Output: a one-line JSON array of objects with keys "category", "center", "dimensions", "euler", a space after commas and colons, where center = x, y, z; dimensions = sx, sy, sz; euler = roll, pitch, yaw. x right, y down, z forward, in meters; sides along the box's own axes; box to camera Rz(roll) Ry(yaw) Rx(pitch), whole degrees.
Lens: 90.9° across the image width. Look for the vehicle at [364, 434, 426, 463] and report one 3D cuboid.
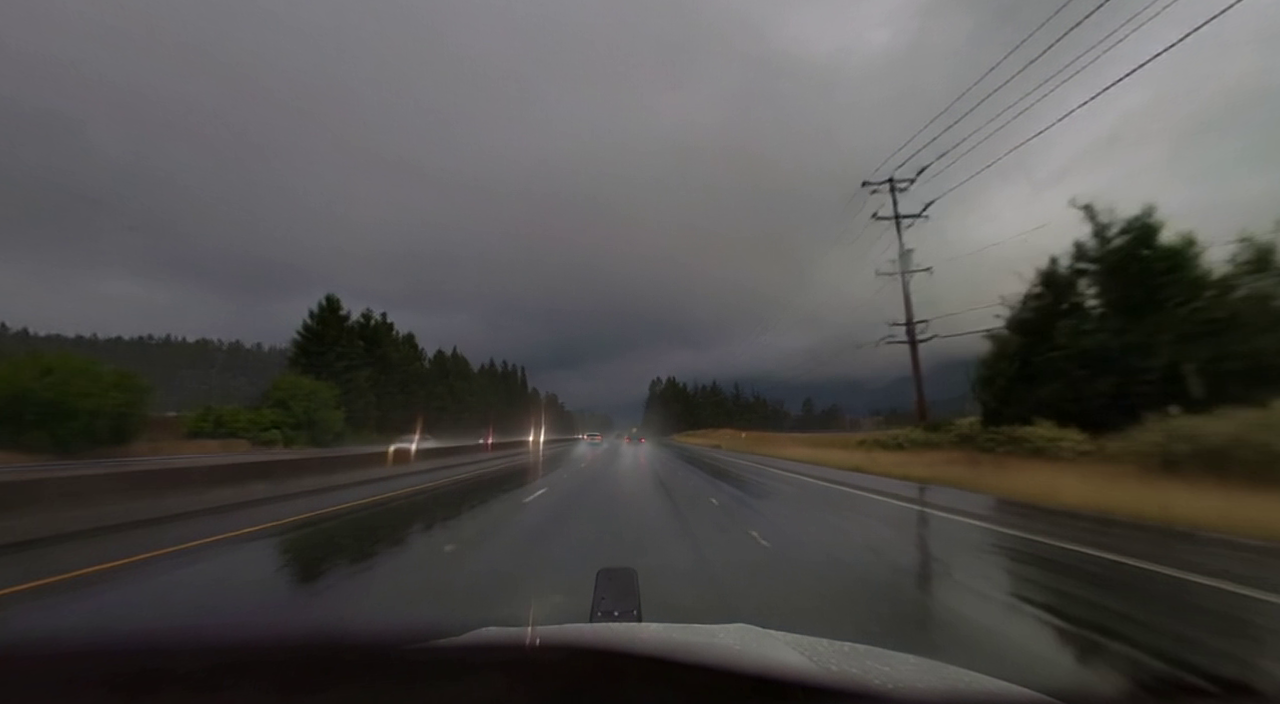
[{"category": "vehicle", "center": [-13.256, 5.223, 34.365], "dimensions": [1.829, 1.435, 4.127], "euler": [0, -8, -2]}]
